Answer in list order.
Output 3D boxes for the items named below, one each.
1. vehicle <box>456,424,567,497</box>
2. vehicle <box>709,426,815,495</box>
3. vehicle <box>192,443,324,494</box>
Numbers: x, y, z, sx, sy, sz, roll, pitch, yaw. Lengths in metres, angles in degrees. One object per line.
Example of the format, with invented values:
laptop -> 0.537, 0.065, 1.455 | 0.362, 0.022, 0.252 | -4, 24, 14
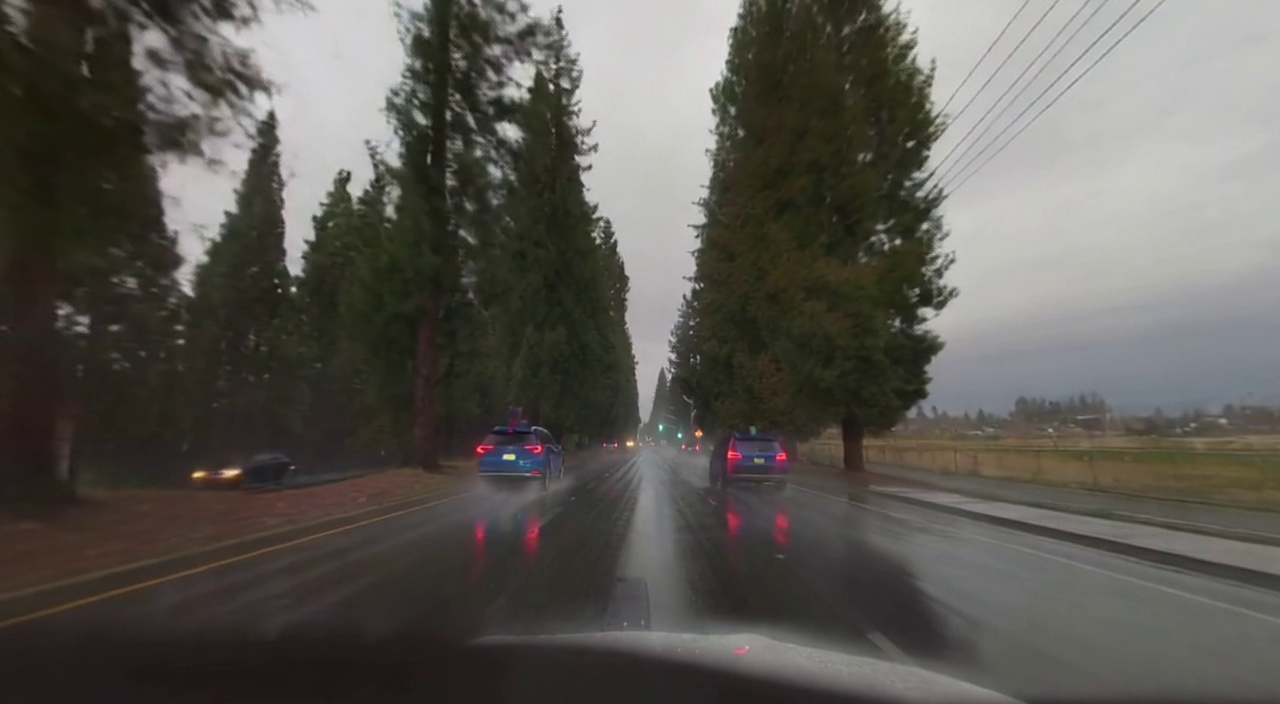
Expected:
vehicle -> -3.429, 3.006, 17.829 | 2.104, 1.785, 4.494 | 0, -8, 1
vehicle -> 3.395, 3.143, 18.604 | 2.182, 1.744, 4.464 | 0, -8, -1
vehicle -> -13.764, 4.181, 23.106 | 1.961, 1.655, 4.491 | 0, -8, 1
